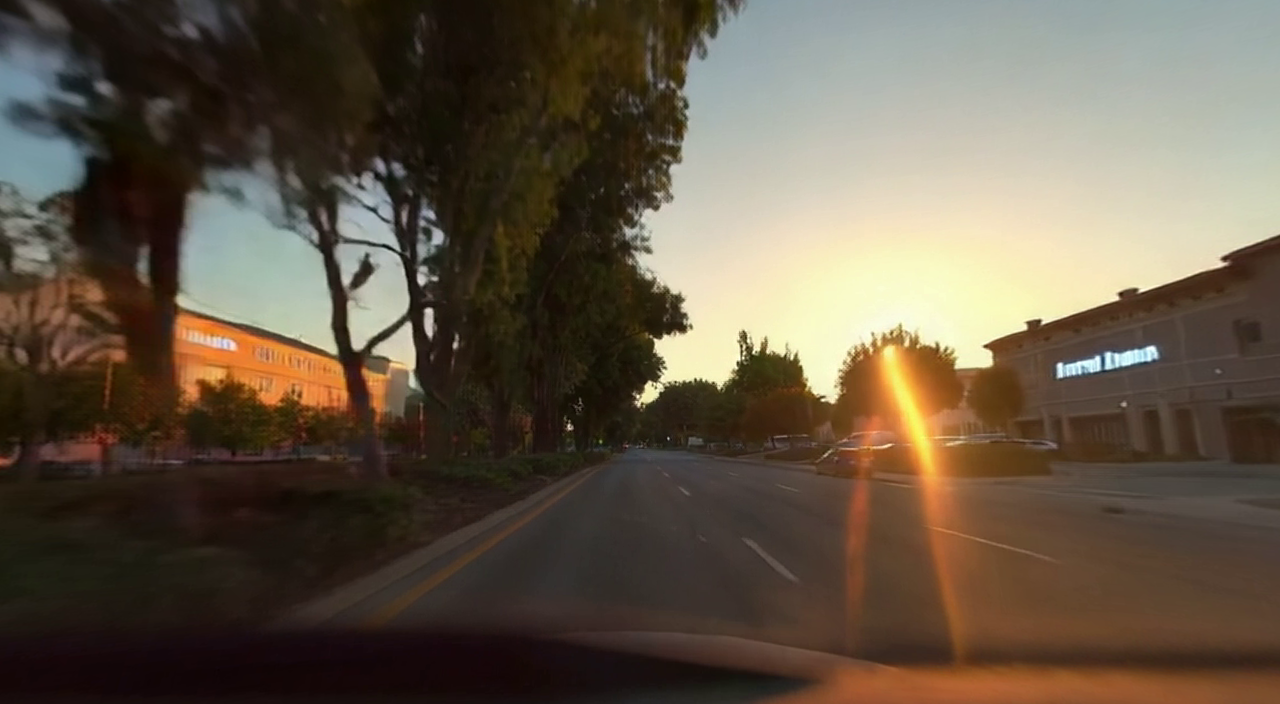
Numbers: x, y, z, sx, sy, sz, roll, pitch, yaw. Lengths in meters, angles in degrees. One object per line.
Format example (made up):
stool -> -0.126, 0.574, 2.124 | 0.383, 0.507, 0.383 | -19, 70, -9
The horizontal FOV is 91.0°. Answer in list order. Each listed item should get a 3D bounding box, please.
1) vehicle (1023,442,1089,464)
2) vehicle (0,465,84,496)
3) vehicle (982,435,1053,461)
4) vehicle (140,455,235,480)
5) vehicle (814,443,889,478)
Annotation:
vehicle -> 29.072, 7.048, 44.132 | 1.931, 1.408, 3.757 | 1, -8, -2
vehicle -> -30.635, 6.489, 31.789 | 3.440, 1.394, 1.613 | 0, -8, -1
vehicle -> 26.191, 6.704, 43.873 | 1.985, 1.723, 4.672 | 0, -9, 0
vehicle -> -30.796, 7.878, 42.905 | 4.920, 1.475, 1.984 | -1, -7, -1
vehicle -> 10.073, 5.165, 30.359 | 2.013, 1.551, 4.460 | 1, -8, -1
